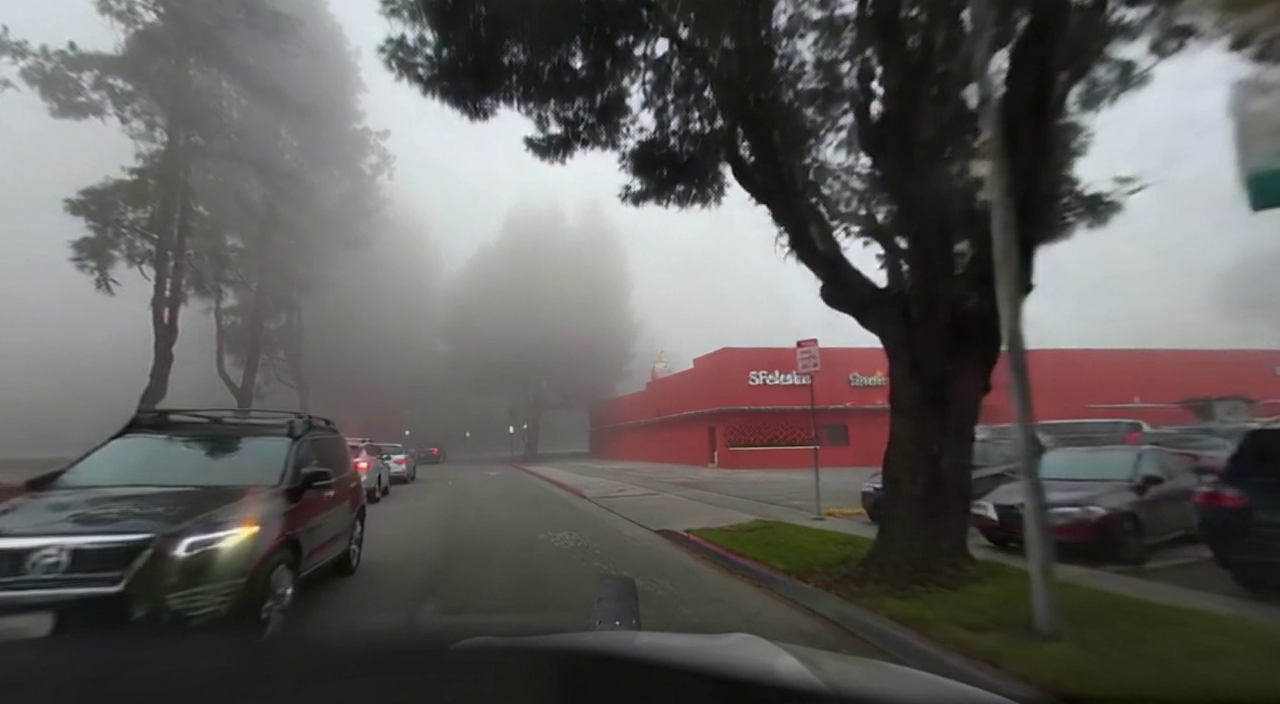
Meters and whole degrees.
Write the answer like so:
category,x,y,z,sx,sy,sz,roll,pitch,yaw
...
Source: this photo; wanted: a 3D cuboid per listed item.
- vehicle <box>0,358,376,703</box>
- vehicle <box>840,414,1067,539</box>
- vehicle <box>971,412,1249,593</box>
category,x,y,z,sx,sy,sz,roll,pitch,yaw
vehicle,-3.565,1.176,4.922,2.065,1.773,4.128,2,-8,-14
vehicle,5.249,1.935,10.424,3.575,1.473,1.785,0,-8,-37
vehicle,5.765,1.583,7.572,3.556,1.441,1.935,2,-9,-43
